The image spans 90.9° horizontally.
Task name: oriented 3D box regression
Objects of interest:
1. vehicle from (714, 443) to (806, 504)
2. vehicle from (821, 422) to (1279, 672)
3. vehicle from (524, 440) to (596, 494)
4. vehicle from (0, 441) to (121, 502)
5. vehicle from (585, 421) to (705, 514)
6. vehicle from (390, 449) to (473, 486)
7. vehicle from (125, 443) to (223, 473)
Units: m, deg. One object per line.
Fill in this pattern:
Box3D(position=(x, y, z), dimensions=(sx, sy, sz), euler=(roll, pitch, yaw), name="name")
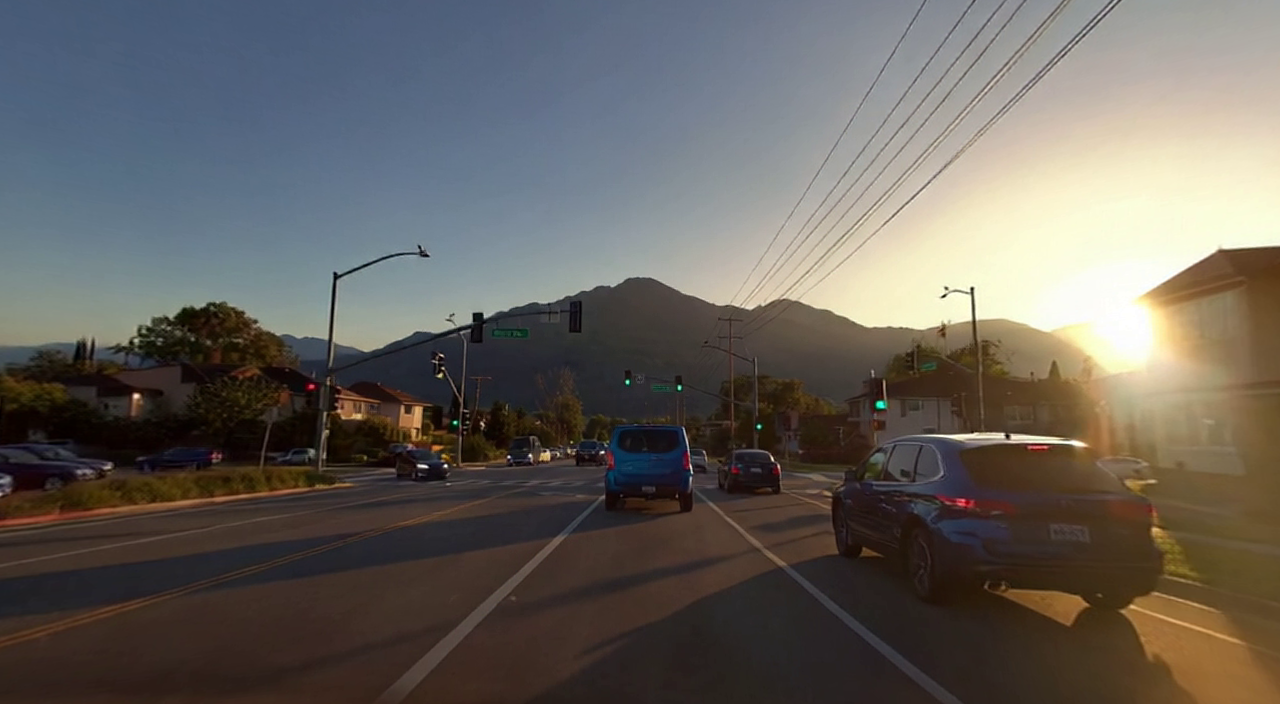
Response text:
Box3D(position=(3.571, 3.683, 19.623), dimensions=(1.957, 1.646, 4.355), euler=(0, -8, 0), name="vehicle")
Box3D(position=(3.666, 1.663, 6.663), dimensions=(2.155, 1.658, 4.721), euler=(0, -8, 1), name="vehicle")
Box3D(position=(-2.769, 4.098, 22.856), dimensions=(2.059, 1.749, 4.458), euler=(0, -8, 0), name="vehicle")
Box3D(position=(-20.421, 3.946, 21.266), dimensions=(1.996, 1.809, 4.699), euler=(1, -8, -4), name="vehicle")
Box3D(position=(0.129, 2.916, 16.456), dimensions=(2.636, 2.011, 5.130), euler=(0, -8, 1), name="vehicle")
Box3D(position=(-9.618, 5.209, 28.814), dimensions=(2.005, 1.533, 4.644), euler=(7, -11, -39), name="vehicle")
Box3D(position=(-28.392, 6.473, 38.511), dimensions=(4.428, 1.738, 1.886), euler=(0, -8, -1), name="vehicle")
